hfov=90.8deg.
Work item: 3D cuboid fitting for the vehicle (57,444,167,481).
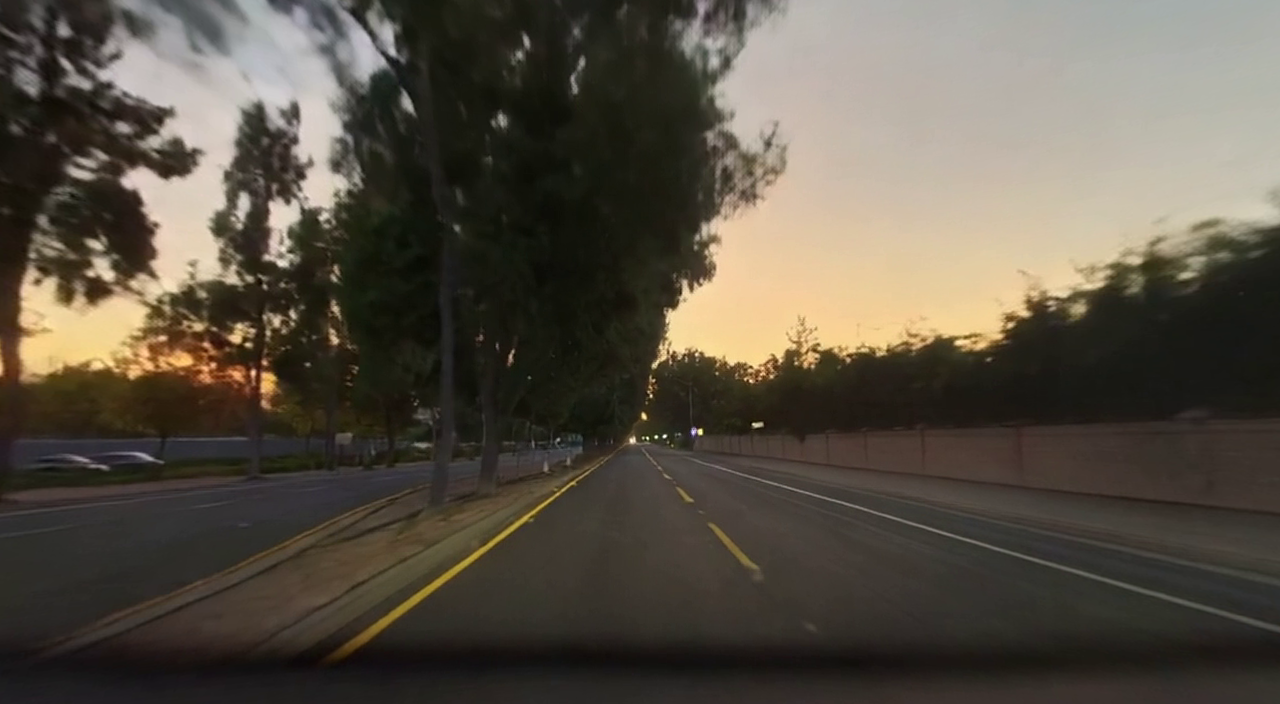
[{"bbox_3d":[-27.646,5.792,33.164,4.168,1.509,2.053,-4,-5,4],"label":"vehicle"}]
